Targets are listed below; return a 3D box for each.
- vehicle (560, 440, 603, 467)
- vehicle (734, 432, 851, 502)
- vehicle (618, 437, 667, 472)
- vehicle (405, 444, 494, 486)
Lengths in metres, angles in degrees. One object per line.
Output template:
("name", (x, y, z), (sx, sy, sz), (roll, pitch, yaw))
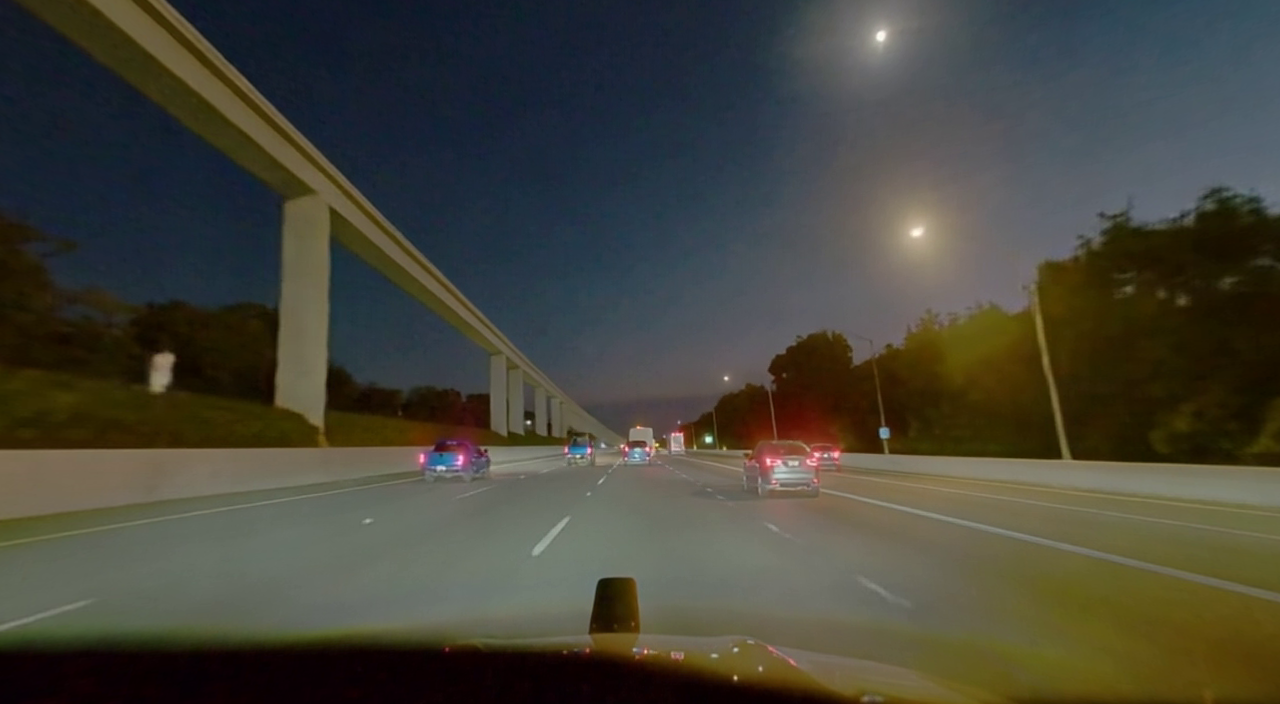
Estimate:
("vehicle", (-3.955, 7.006, 43.636), (2.535, 1.715, 5.030), (0, -9, 0))
("vehicle", (3.993, 3.090, 17.344), (2.119, 1.653, 4.000), (0, -9, -1))
("vehicle", (0.098, 5.858, 36.226), (2.572, 1.837, 5.693), (0, -9, 0))
("vehicle", (-7.192, 4.288, 24.369), (1.947, 1.444, 4.595), (0, -9, 1))
